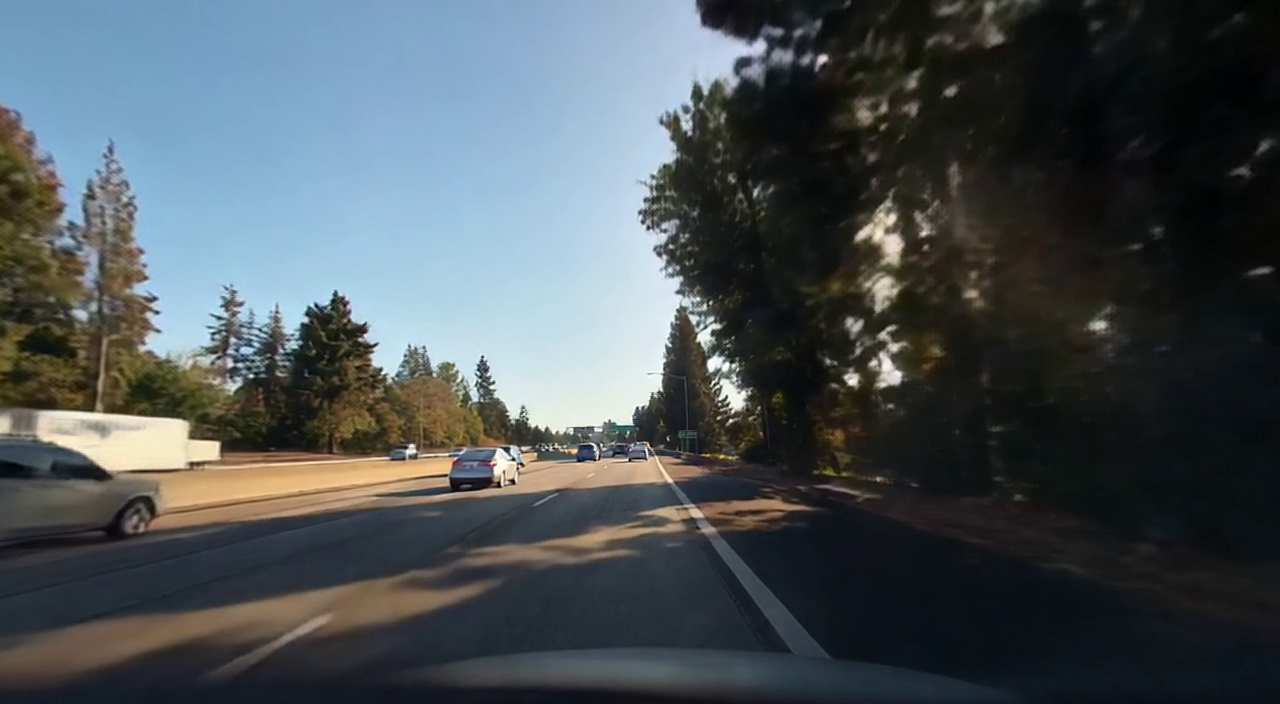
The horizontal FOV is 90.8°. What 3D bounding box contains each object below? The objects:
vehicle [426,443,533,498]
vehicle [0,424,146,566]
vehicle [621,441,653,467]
[{"bbox_3d":[-5.118,3.818,20.911,2.102,1.562,4.884,-1,-9,2],"label":"vehicle"},{"bbox_3d":[-9.259,1.837,8.041,2.091,1.795,4.617,-1,-9,2],"label":"vehicle"},{"bbox_3d":[-0.210,7.446,46.152,2.179,1.742,4.396,-1,-9,0],"label":"vehicle"}]
